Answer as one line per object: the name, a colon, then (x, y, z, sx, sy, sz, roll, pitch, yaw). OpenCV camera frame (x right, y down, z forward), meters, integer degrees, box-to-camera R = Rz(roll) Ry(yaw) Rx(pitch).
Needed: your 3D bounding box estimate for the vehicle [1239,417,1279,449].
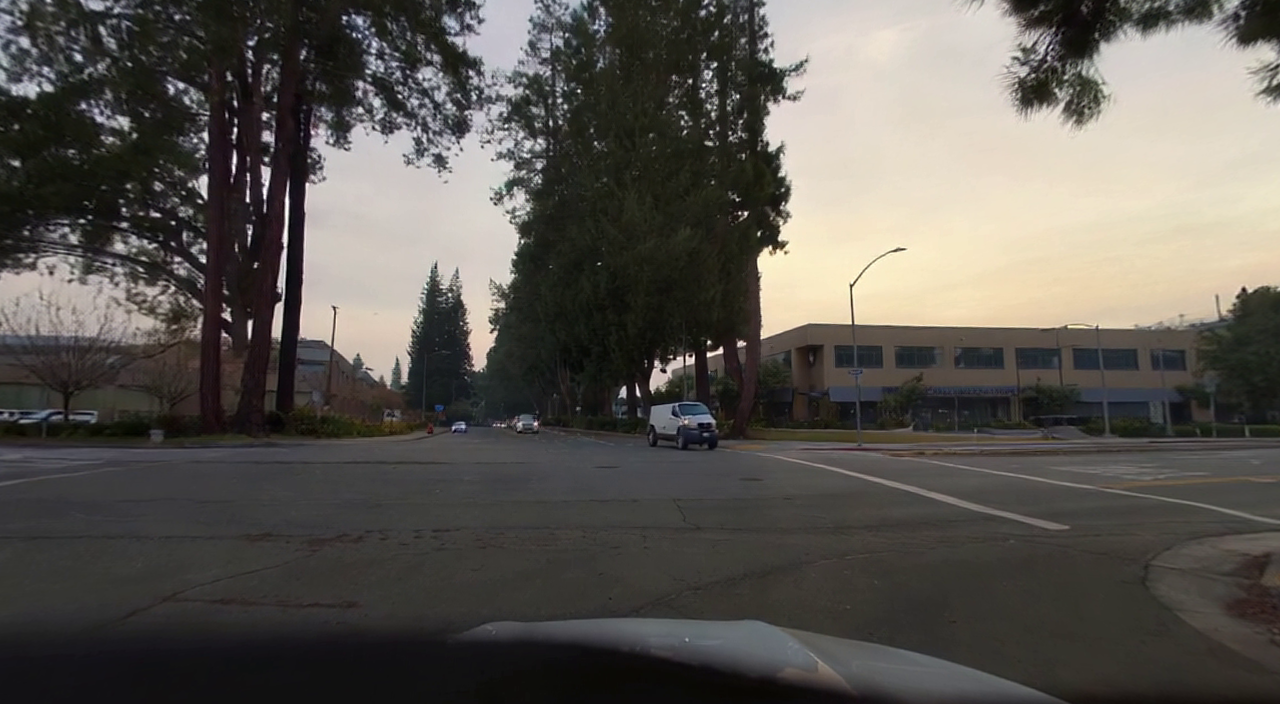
vehicle: (41.817, 5.338, 41.149, 5.748, 1.977, 2.265, 5, -10, -33)

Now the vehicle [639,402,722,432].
vehicle: (2.729, 4.599, 43.594, 2.435, 1.858, 5.585, 8, -12, -44)
